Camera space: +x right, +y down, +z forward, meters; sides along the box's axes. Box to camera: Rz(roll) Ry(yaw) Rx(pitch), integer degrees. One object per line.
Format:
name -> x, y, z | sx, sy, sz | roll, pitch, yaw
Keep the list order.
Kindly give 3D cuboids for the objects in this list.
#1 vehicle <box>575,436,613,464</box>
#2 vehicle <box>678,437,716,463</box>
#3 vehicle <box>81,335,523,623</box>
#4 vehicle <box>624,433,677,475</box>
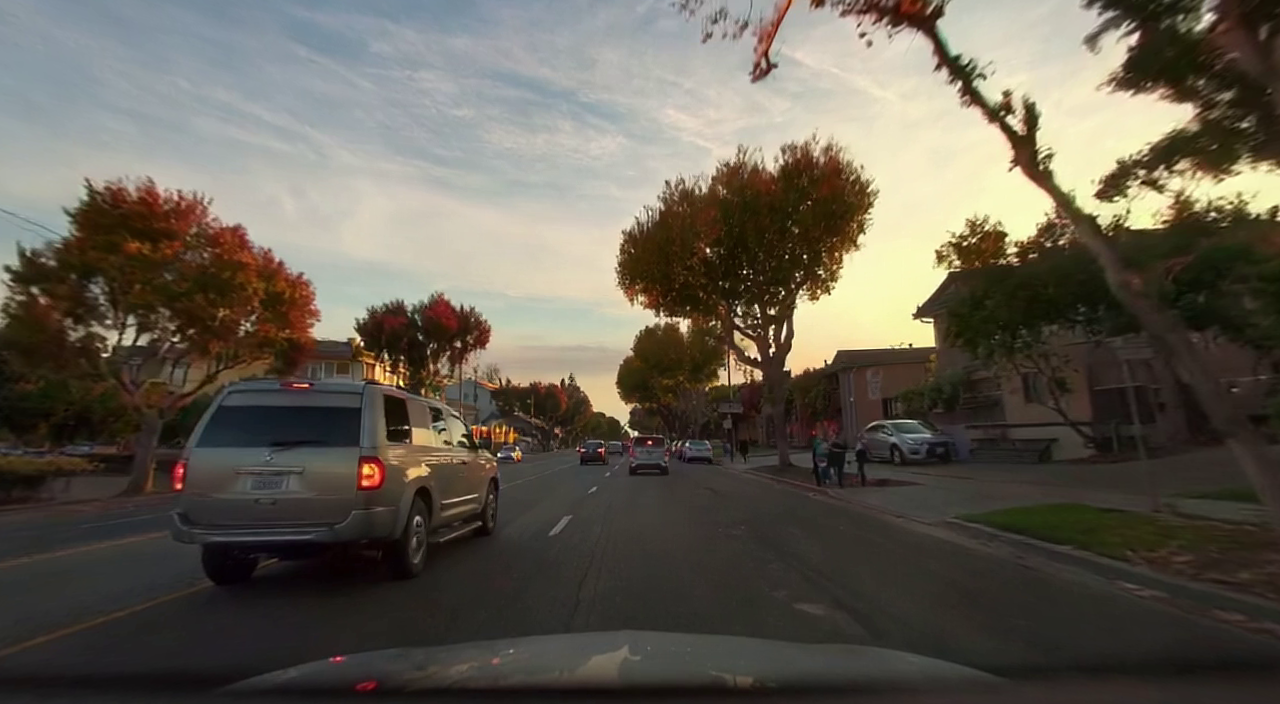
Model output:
vehicle -> -2.828, 6.174, 39.790 | 2.028, 1.689, 4.162 | 0, -9, 1
vehicle -> 3.774, 6.598, 42.701 | 1.947, 1.646, 4.782 | 0, -9, -2
vehicle -> -2.954, 1.299, 7.280 | 2.213, 2.123, 5.124 | 0, -9, 0
vehicle -> 0.419, 4.434, 27.640 | 2.126, 1.657, 4.132 | 0, -9, 0
